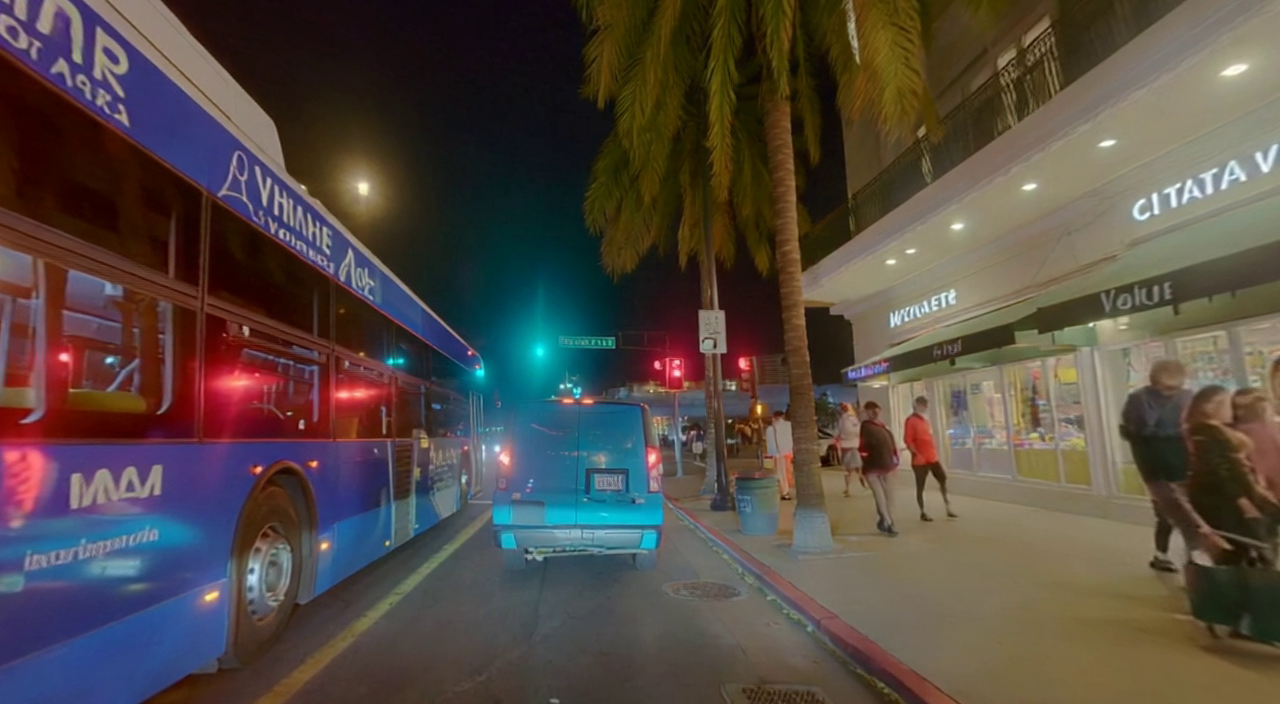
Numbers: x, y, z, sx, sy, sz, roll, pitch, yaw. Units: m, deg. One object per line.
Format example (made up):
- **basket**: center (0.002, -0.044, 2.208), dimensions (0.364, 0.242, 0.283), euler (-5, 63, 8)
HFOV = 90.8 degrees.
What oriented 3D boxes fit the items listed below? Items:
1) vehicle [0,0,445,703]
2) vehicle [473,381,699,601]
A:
- **vehicle**: center (-3.733, 0.132, 2.841), dimensions (2.863, 3.233, 11.573), euler (0, -8, -4)
- **vehicle**: center (-0.798, 1.532, 7.798), dimensions (2.002, 1.907, 4.211), euler (1, -9, -9)
